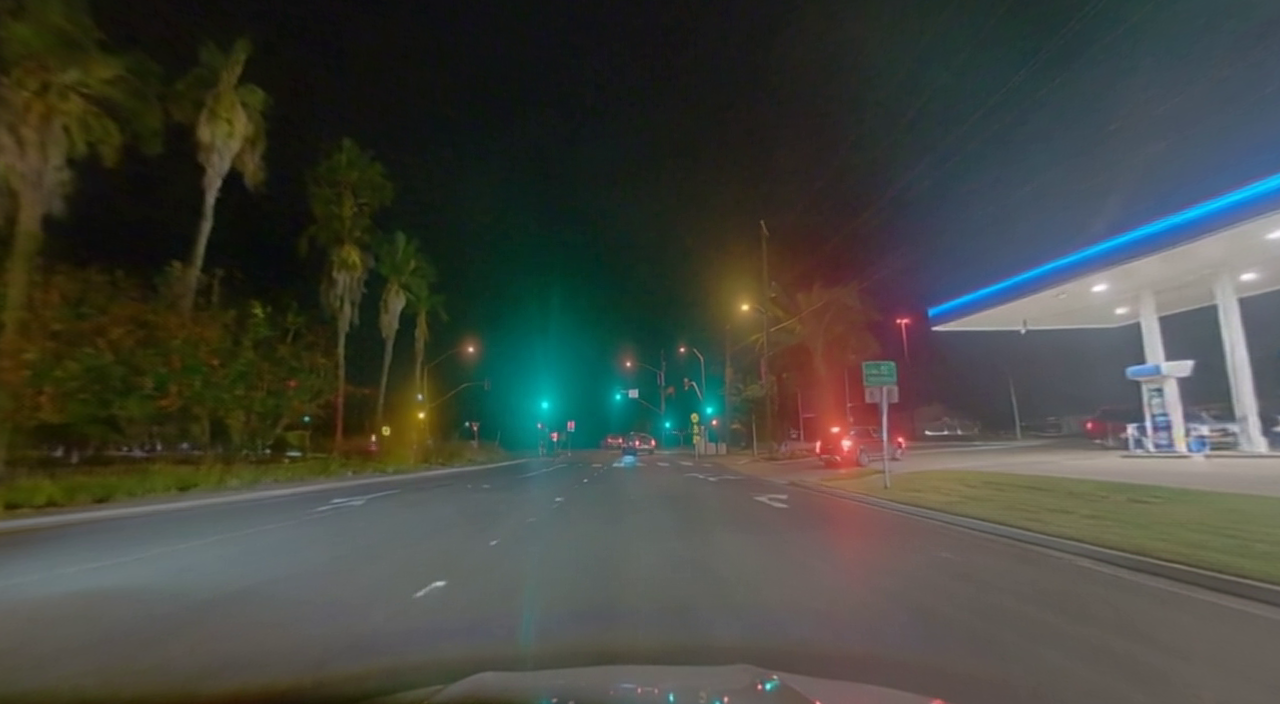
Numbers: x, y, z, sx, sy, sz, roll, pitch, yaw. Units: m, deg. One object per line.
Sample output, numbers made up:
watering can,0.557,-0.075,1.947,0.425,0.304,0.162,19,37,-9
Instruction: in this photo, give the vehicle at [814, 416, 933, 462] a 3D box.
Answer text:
vehicle,11.697,4.369,31.453,6.059,2.082,2.703,7,-11,-38

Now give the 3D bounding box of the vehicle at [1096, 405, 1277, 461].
vehicle,18.441,2.761,21.483,4.389,1.803,1.849,0,-8,-1
